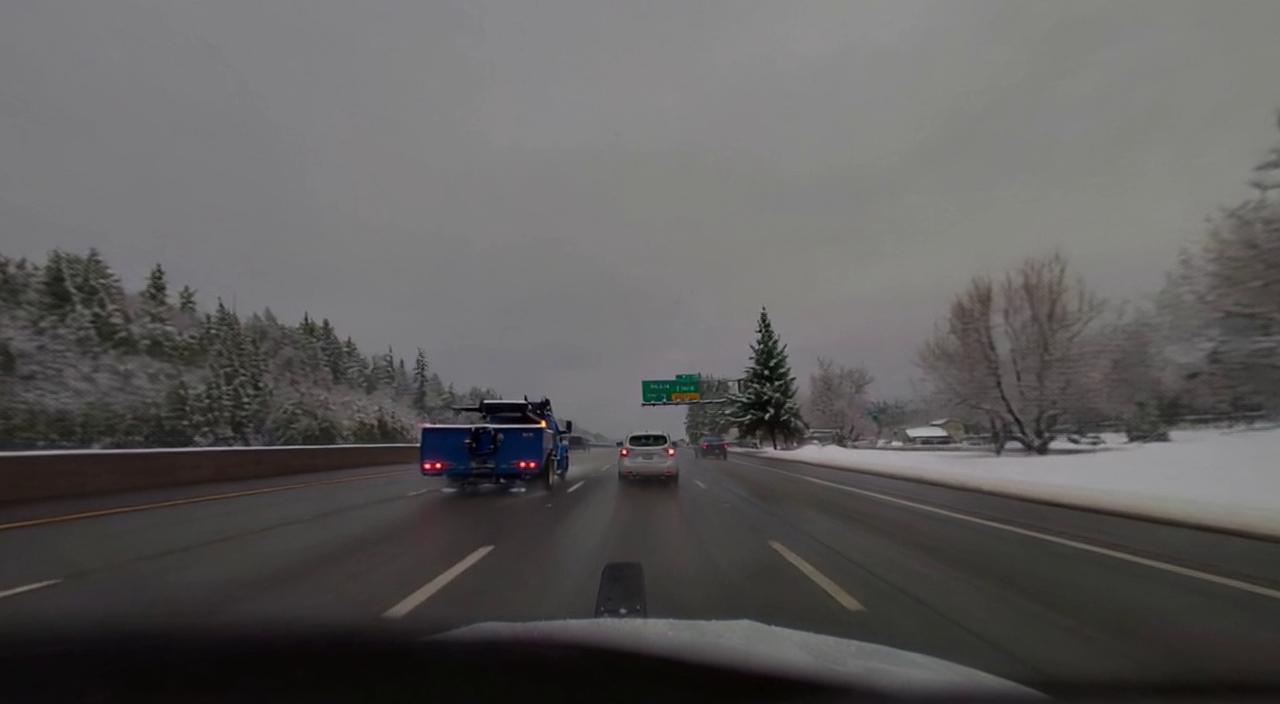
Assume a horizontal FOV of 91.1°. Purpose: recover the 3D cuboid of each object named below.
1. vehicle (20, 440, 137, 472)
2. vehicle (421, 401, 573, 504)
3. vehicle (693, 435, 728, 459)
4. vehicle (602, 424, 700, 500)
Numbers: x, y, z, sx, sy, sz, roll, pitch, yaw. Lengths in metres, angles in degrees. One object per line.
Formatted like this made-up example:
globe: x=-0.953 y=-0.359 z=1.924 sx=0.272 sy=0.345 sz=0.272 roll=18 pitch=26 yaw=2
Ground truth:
vehicle: x=-28.100 y=5.193 z=31.637 sx=1.868 sy=1.492 sz=4.301 roll=0 pitch=-8 yaw=1
vehicle: x=-3.305 y=2.516 z=16.024 sx=2.526 sy=2.146 sz=5.594 roll=0 pitch=-8 yaw=0
vehicle: x=5.175 y=7.054 z=46.750 sx=2.079 sy=1.656 sz=4.506 roll=0 pitch=-8 yaw=0
vehicle: x=0.256 y=2.768 z=16.177 sx=2.165 sy=1.653 sz=4.456 roll=0 pitch=-8 yaw=0
